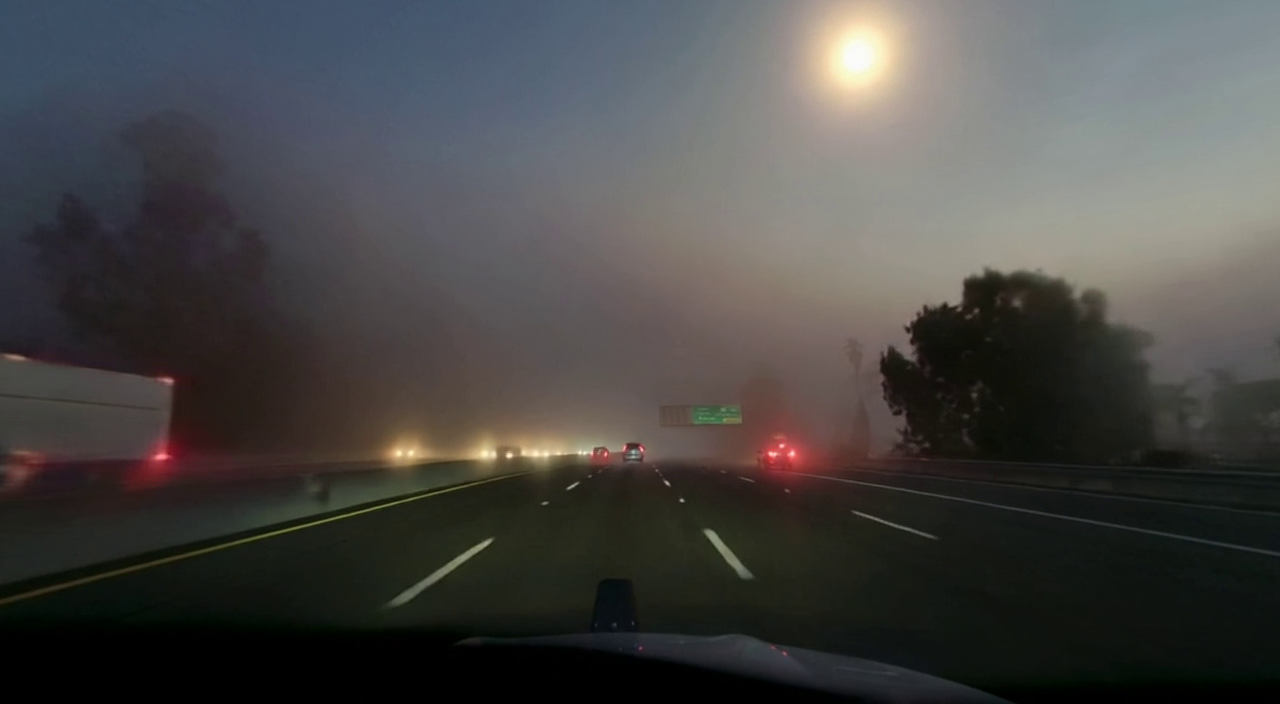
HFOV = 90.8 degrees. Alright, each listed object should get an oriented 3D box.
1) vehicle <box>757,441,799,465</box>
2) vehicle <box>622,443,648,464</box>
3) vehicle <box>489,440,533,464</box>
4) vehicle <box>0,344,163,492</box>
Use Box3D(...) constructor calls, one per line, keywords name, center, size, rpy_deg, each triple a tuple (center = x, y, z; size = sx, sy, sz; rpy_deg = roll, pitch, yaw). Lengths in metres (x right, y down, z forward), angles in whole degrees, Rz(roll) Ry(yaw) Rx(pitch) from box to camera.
Box3D(name="vehicle", center=(10.185, 7.501, 46.963), size=(2.130, 1.703, 4.572), rpy_deg=(0, -8, 0))
Box3D(name="vehicle", center=(-0.344, 7.785, 48.693), size=(1.977, 1.513, 3.546), rpy_deg=(0, -8, 1))
Box3D(name="vehicle", center=(-9.484, 7.436, 46.914), size=(2.100, 1.668, 4.686), rpy_deg=(0, -8, 2))
Box3D(name="vehicle", center=(-19.412, 2.033, 18.935), size=(3.076, 4.095, 8.893), rpy_deg=(0, -9, 0))
